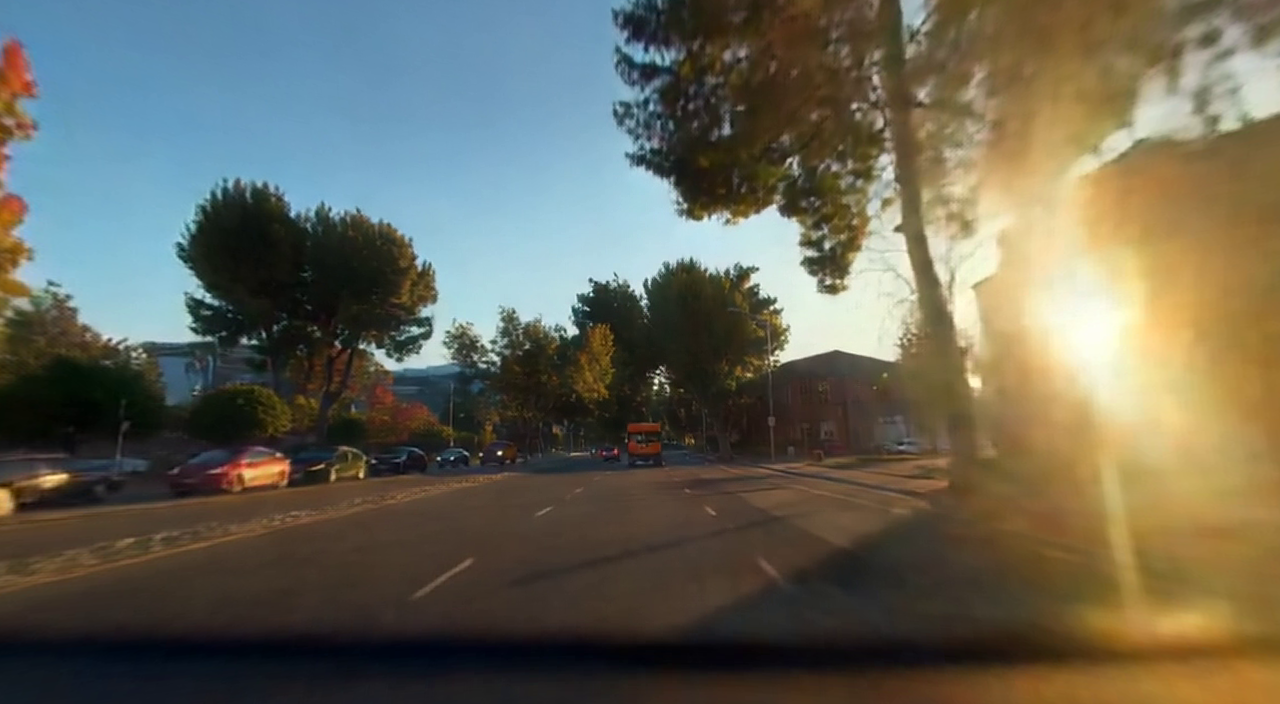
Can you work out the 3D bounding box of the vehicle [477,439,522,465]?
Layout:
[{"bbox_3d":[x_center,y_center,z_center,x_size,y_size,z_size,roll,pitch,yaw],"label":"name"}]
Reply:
[{"bbox_3d":[-11.017,7.897,49.795,2.155,1.941,4.977,0,-8,3],"label":"vehicle"}]

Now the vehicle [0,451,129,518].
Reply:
[{"bbox_3d":[-15.382,3.178,15.331,1.853,1.449,4.601,0,-8,3],"label":"vehicle"}]

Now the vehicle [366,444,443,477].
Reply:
[{"bbox_3d":[-11.527,5.338,31.247,1.884,1.486,4.566,0,-8,2],"label":"vehicle"}]

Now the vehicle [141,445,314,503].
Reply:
[{"bbox_3d":[-11.768,3.459,18.447,1.935,1.467,4.451,0,-8,2],"label":"vehicle"}]

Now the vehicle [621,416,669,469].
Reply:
[{"bbox_3d":[0.268,6.100,42.506,2.843,3.120,10.422,0,-8,0],"label":"vehicle"}]

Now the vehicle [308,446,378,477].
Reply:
[{"bbox_3d":[-18.154,6.694,38.734,1.899,1.727,4.464,0,-8,3],"label":"vehicle"}]
